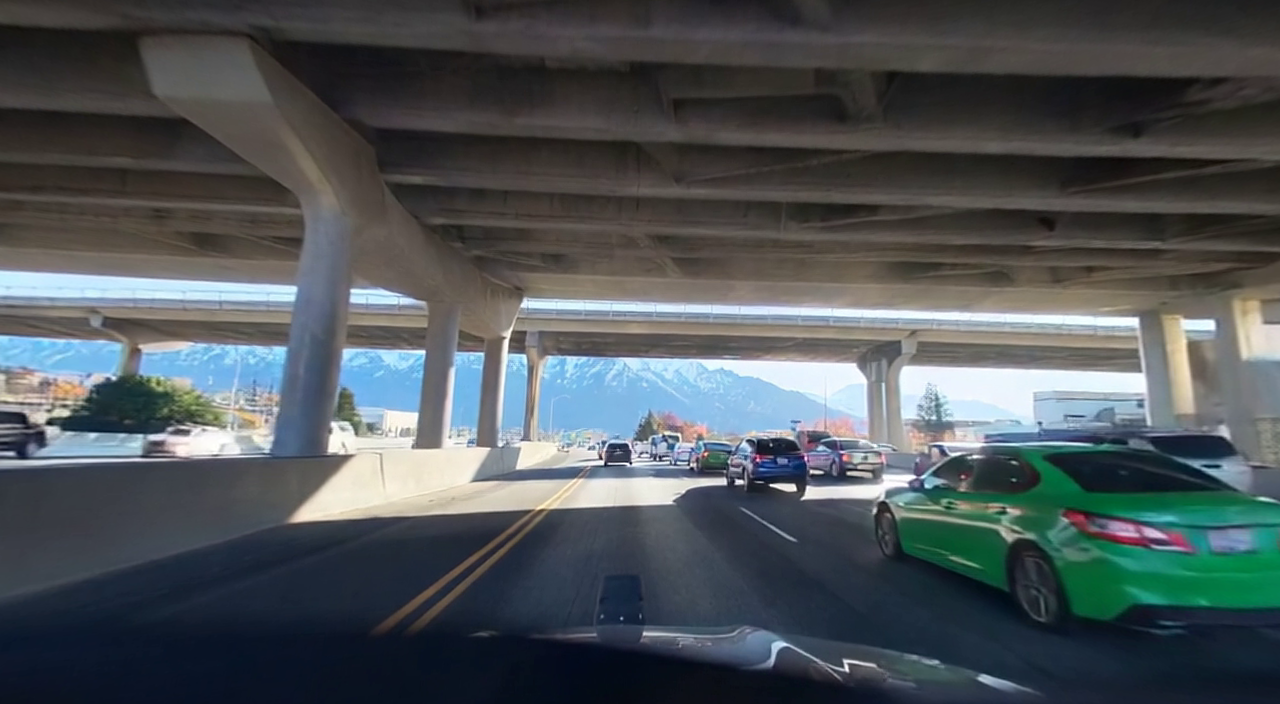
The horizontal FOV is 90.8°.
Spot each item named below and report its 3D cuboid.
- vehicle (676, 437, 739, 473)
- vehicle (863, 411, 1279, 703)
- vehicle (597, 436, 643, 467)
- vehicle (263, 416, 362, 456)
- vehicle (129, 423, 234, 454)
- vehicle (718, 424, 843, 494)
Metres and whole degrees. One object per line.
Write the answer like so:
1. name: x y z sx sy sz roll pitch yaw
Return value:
1. vehicle: 2.925 4.595 28.439 2.074 1.455 4.646 0 -8 -3
2. vehicle: 3.735 1.347 5.371 1.944 1.466 4.540 0 -8 -1
3. vehicle: -1.061 5.241 33.533 2.266 1.549 3.978 0 -8 -2
4. vehicle: -16.262 4.240 31.813 2.120 1.831 5.735 0 -8 -3
5. vehicle: -23.451 4.468 32.579 1.979 1.481 4.811 0 -8 -2
6. vehicle: 3.881 3.066 18.564 2.276 1.739 5.040 0 -8 -3
